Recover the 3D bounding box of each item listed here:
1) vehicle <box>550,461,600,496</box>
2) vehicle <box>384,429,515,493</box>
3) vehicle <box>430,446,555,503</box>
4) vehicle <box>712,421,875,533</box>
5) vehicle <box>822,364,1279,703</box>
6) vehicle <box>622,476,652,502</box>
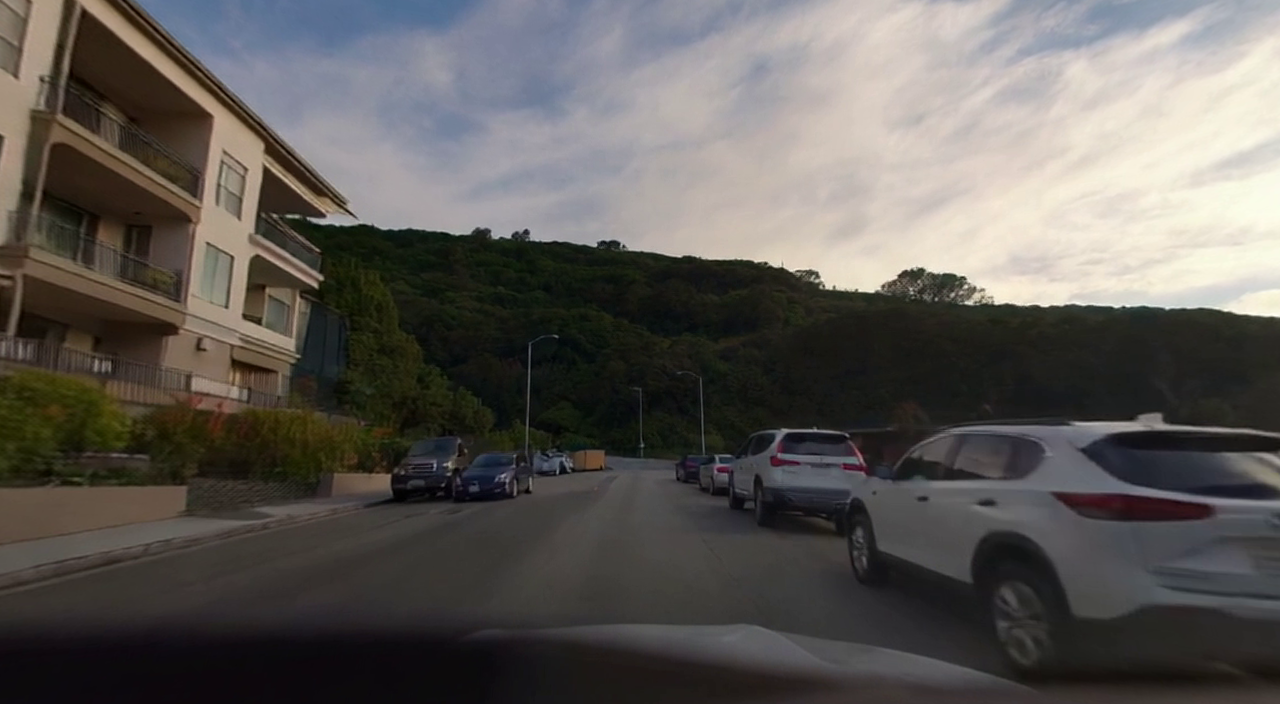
[{"bbox_3d":[-3.322,6.709,33.074,2.102,1.621,4.627,0,-13,1],"label":"vehicle"},{"bbox_3d":[-6.416,3.959,22.237,2.692,1.949,5.948,0,-12,0],"label":"vehicle"},{"bbox_3d":[-4.195,3.559,18.826,1.856,1.474,4.522,-2,-9,12],"label":"vehicle"},{"bbox_3d":[2.792,2.409,12.759,2.072,1.830,4.744,0,-9,0],"label":"vehicle"},{"bbox_3d":[3.002,1.195,4.475,1.948,1.669,4.242,1,-9,-3],"label":"vehicle"},{"bbox_3d":[-0.293,10.565,48.793,2.201,1.731,3.854,0,-8,-2],"label":"vehicle"}]
